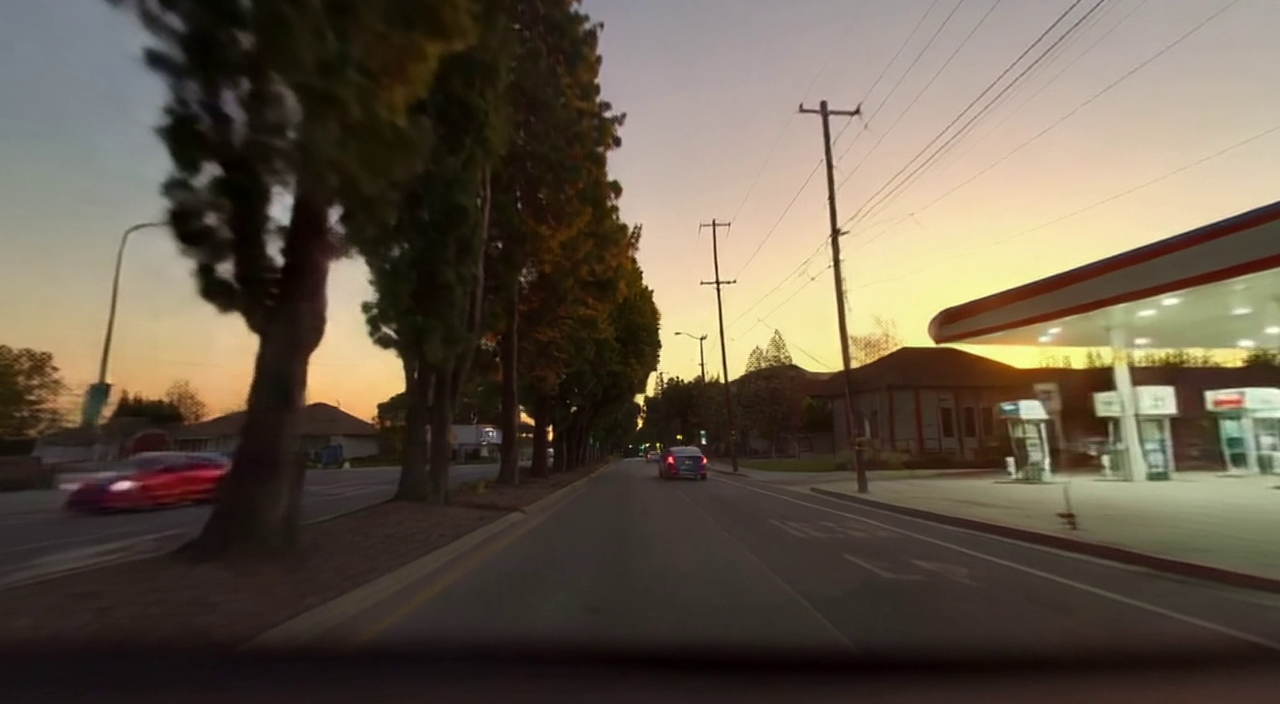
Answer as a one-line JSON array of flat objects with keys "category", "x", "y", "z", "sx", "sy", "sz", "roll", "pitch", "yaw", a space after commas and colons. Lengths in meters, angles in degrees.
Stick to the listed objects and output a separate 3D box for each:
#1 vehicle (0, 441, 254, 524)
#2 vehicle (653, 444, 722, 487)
[{"category": "vehicle", "x": -10.758, "y": 2.704, "z": 13.742, "sx": 1.893, "sy": 1.480, "sz": 4.482, "roll": 0, "pitch": -9, "yaw": 0}, {"category": "vehicle", "x": 1.686, "y": 4.221, "z": 23.879, "sx": 2.061, "sy": 1.475, "sz": 4.296, "roll": 0, "pitch": -9, "yaw": -3}]
